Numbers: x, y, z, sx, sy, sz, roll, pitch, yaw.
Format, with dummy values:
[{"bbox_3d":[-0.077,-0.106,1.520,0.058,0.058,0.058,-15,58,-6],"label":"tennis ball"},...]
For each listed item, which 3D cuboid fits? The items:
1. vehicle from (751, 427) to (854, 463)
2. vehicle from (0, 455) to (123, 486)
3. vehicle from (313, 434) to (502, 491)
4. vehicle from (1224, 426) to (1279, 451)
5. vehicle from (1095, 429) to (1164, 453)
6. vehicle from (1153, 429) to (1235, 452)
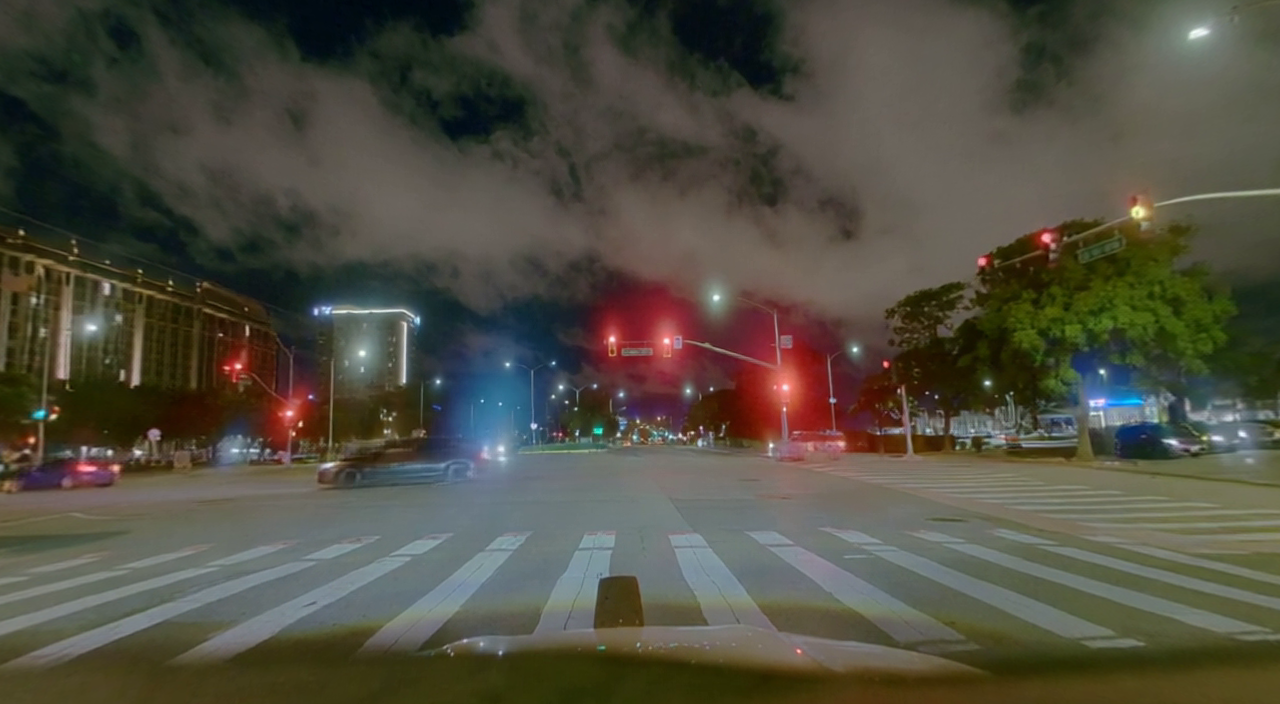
[{"bbox_3d":[8.133,4.695,31.857,4.571,1.698,1.977,-7,-11,40],"label":"vehicle"},{"bbox_3d":[-26.445,5.404,28.880,4.046,1.306,1.719,0,-8,-1],"label":"vehicle"},{"bbox_3d":[-6.699,3.178,18.585,4.916,1.504,1.846,2,-9,-19],"label":"vehicle"},{"bbox_3d":[42.271,5.731,41.918,2.037,1.614,5.175,0,-8,0],"label":"vehicle"},{"bbox_3d":[33.269,6.090,43.094,2.090,1.494,4.321,-3,-9,15],"label":"vehicle"},{"bbox_3d":[36.581,5.878,41.831,1.726,1.429,4.163,-1,-8,2],"label":"vehicle"}]
